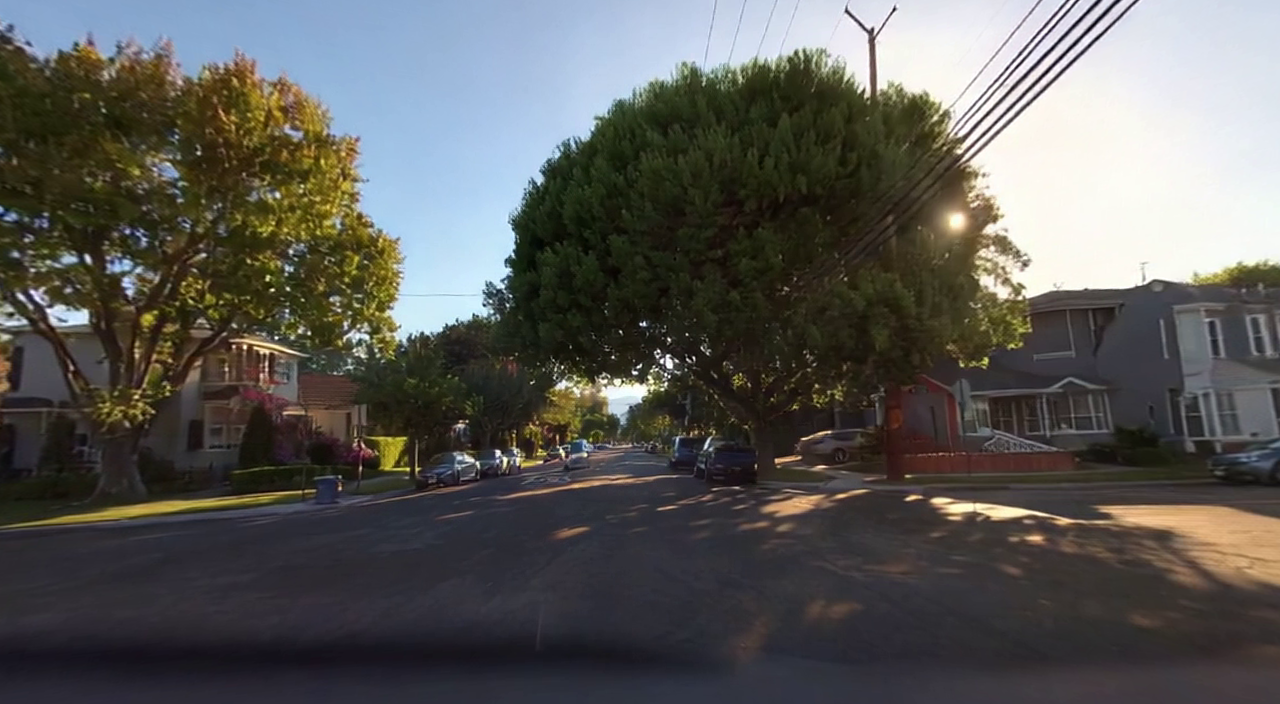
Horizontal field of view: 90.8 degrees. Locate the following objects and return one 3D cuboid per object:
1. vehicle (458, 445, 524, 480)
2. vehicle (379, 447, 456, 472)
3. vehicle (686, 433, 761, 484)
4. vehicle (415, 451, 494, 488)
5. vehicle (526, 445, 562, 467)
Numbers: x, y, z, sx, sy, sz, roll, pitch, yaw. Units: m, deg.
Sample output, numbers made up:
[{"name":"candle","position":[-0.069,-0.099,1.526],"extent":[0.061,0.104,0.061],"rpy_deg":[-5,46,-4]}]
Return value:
[{"name":"vehicle","position":[-7.113,5.314,30.689],"extent":[1.957,1.549,4.527],"rpy_deg":[-1,-9,2]},{"name":"vehicle","position":[-13.439,6.505,38.340],"extent":[3.905,1.480,1.892],"rpy_deg":[0,-9,0]},{"name":"vehicle","position":[3.030,3.990,23.882],"extent":[2.114,1.708,4.474],"rpy_deg":[0,-9,-2]},{"name":"vehicle","position":[-7.249,4.619,25.079],"extent":[1.926,1.307,3.909],"rpy_deg":[0,-9,0]},{"name":"vehicle","position":[-7.072,7.693,46.928],"extent":[1.914,1.508,4.653],"rpy_deg":[0,-9,0]}]
